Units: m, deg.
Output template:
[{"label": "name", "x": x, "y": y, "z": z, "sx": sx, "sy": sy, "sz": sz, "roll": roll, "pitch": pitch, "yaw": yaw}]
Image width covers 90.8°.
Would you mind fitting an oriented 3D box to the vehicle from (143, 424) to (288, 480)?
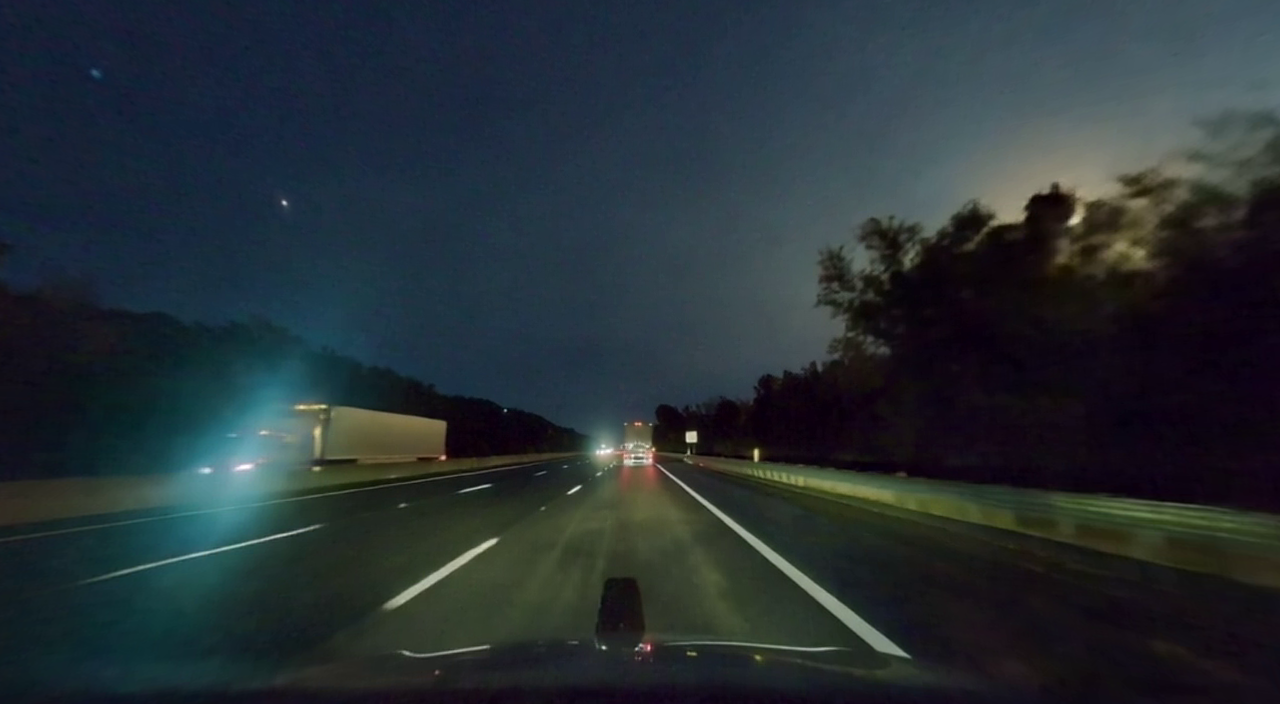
[{"label": "vehicle", "x": -21.051, "y": 5.034, "z": 31.846, "sx": 2.752, "sy": 2.503, "sz": 6.358, "roll": 0, "pitch": -9, "yaw": 1}]
